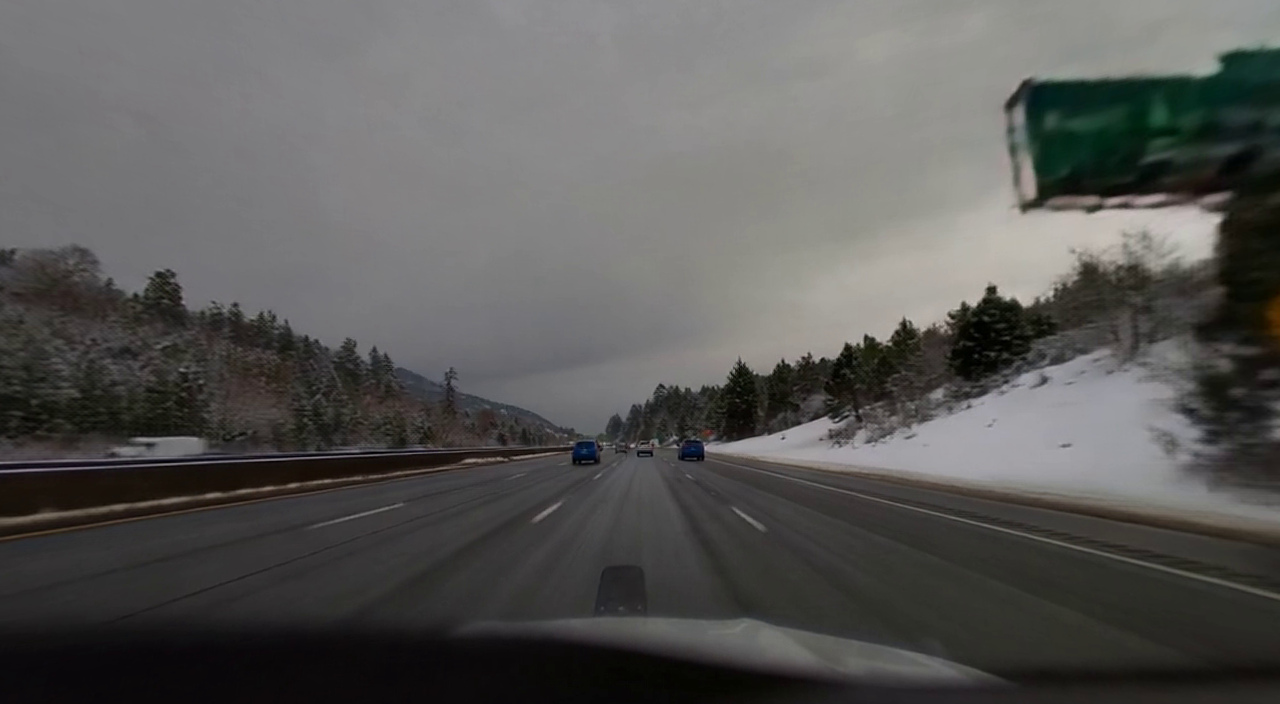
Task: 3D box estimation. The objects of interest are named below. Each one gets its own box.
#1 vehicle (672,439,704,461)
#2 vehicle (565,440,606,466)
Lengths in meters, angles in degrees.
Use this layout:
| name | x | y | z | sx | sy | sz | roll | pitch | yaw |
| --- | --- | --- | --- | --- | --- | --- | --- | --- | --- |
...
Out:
| name | x | y | z | sx | sy | sz | roll | pitch | yaw |
| --- | --- | --- | --- | --- | --- | --- | --- | --- | --- |
| vehicle | 3.755 | 7.747 | 49.966 | 2.168 | 1.681 | 4.279 | 0 | -8 | -1 |
| vehicle | -3.438 | 6.524 | 40.785 | 2.159 | 1.562 | 4.441 | 0 | -8 | 1 |
